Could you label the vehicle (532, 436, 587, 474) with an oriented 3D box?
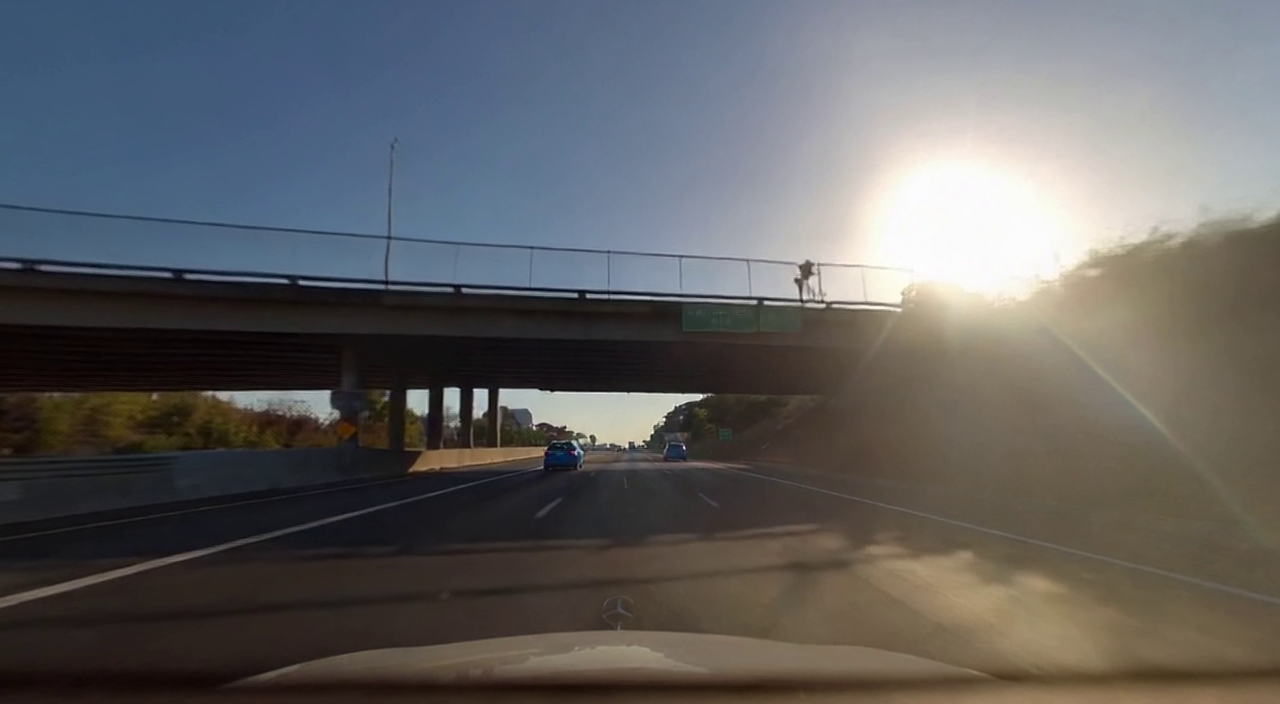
[{"bbox_3d":[-4.040,5.288,32.556,2.205,1.773,5.124,0,-9,0],"label":"vehicle"}]
